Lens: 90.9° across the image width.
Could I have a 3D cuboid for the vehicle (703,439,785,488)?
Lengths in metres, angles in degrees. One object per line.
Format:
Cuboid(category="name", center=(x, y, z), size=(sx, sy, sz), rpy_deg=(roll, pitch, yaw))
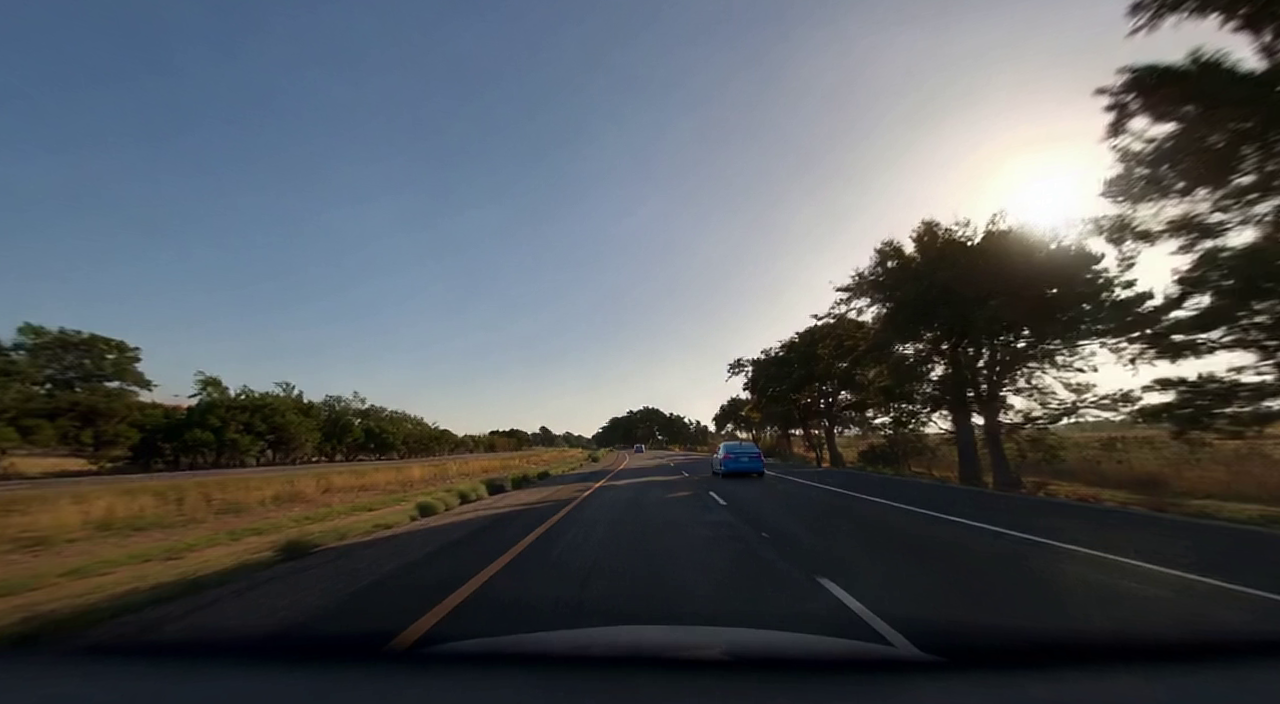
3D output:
Cuboid(category="vehicle", center=(3.401, 3.734, 21.535), size=(2.003, 1.466, 4.441), rpy_deg=(0, -8, -1))
